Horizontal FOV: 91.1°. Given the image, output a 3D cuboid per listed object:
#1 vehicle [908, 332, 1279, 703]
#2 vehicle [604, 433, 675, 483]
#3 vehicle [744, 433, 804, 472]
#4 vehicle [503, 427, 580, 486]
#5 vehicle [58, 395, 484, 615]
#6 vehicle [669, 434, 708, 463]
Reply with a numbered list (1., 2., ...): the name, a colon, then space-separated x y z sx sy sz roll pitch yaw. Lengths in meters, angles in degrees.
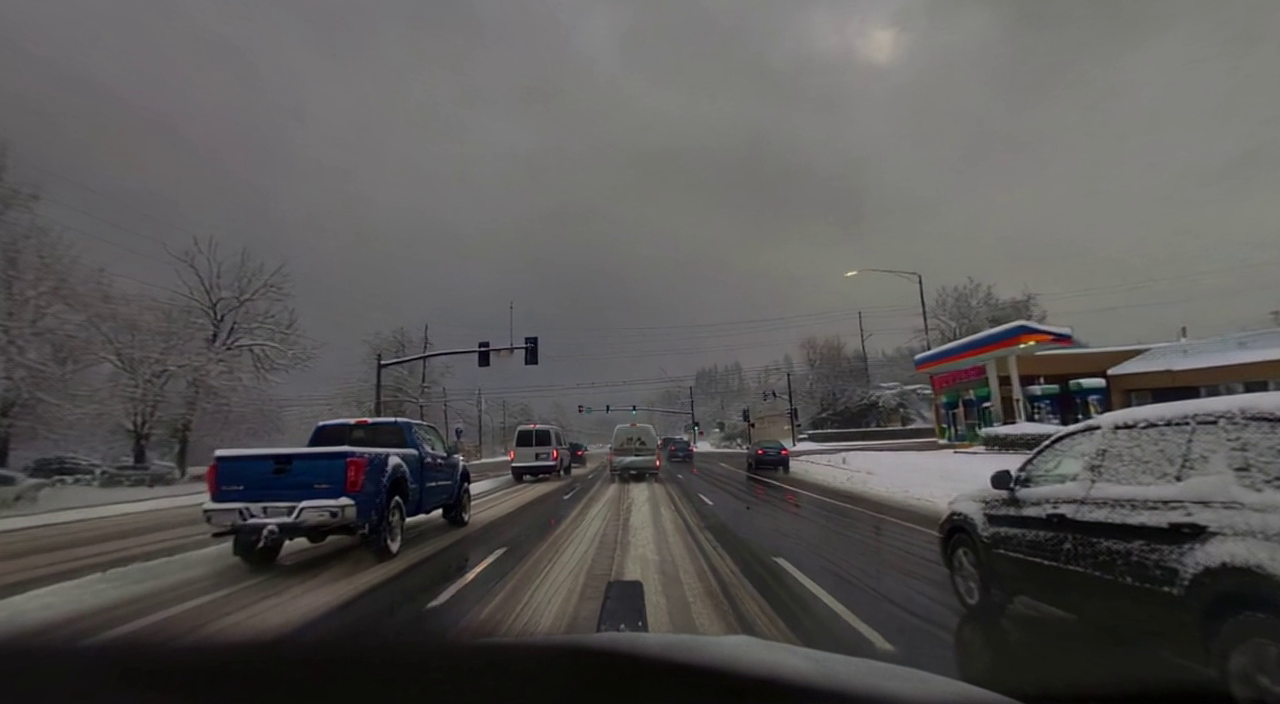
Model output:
1. vehicle: 3.599 0.988 3.597 2.055 1.786 4.817 0 -8 1
2. vehicle: -0.002 4.068 24.396 2.426 1.703 5.602 0 -8 0
3. vehicle: 6.284 4.749 29.970 2.119 1.696 4.623 0 -8 3
4. vehicle: -3.547 3.876 23.606 2.025 1.936 4.995 0 -8 1
5. vehicle: -3.599 1.601 7.668 2.002 1.747 5.173 0 -8 1
6. vehicle: 3.209 6.519 42.553 2.193 1.795 5.130 0 -8 -1
